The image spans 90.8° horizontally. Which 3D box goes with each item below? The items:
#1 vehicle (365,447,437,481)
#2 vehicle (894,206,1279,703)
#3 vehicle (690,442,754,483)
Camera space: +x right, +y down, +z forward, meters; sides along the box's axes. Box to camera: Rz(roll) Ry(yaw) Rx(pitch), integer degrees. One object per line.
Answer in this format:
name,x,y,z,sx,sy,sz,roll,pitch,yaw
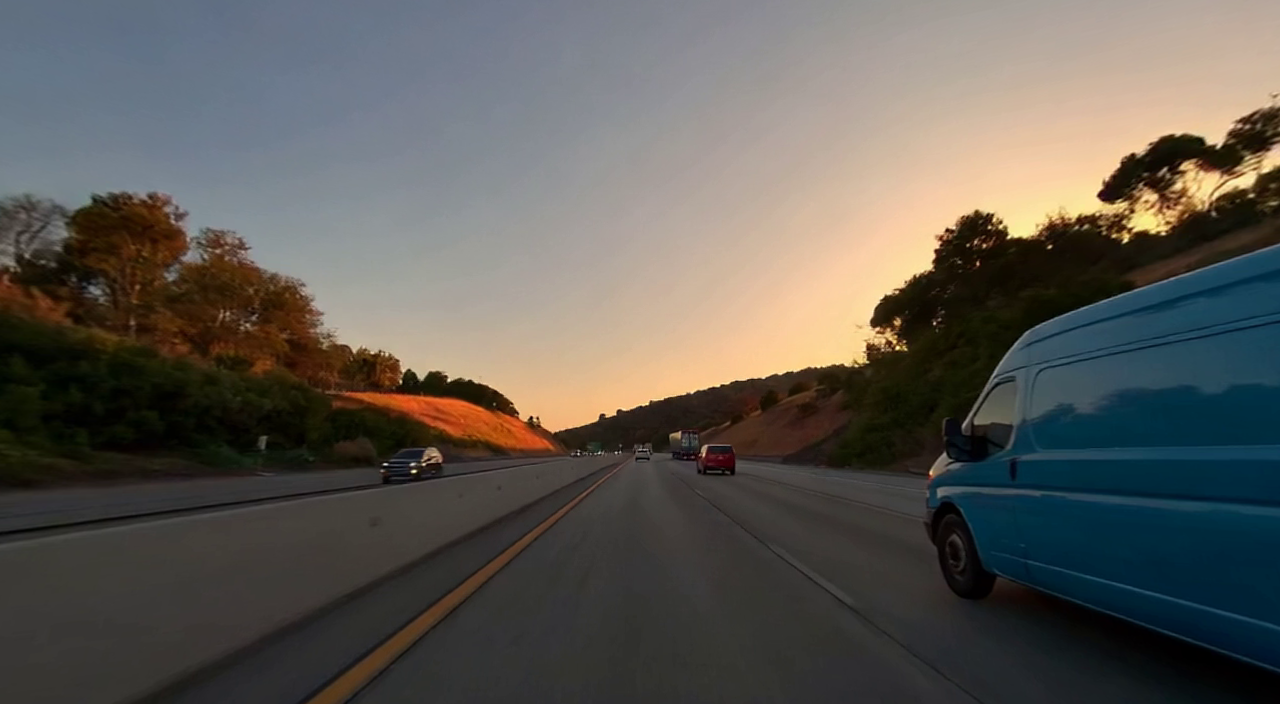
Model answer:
vehicle,-11.332,5.308,30.184,1.879,1.504,3.929,0,-9,0
vehicle,3.744,0.730,3.736,2.242,2.285,5.233,0,-9,0
vehicle,3.520,4.856,28.053,2.130,1.658,4.537,0,-9,-1
